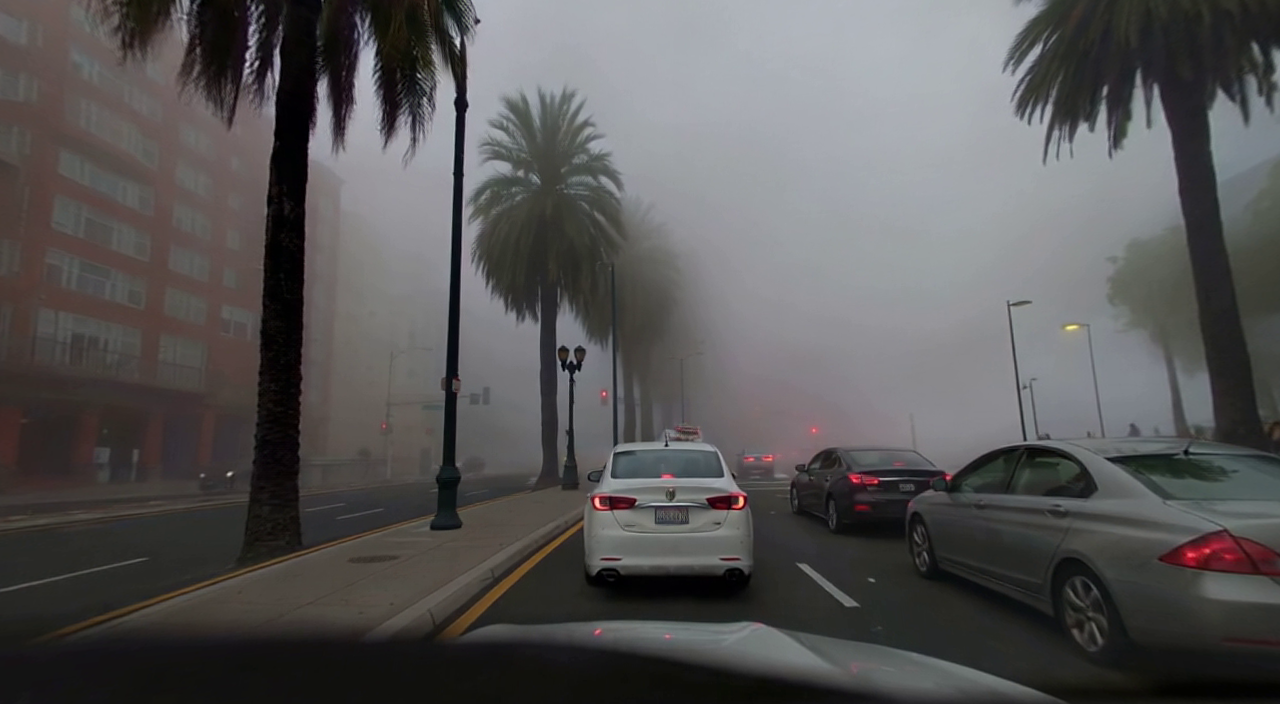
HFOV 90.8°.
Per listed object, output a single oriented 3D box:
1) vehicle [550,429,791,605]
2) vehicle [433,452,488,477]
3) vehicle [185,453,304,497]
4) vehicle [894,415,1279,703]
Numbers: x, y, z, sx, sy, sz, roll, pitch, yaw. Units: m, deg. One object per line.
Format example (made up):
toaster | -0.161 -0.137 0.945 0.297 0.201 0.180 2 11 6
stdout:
vehicle | 0.308 1.713 7.383 2.078 1.503 3.681 -1 -9 2
vehicle | -12.796 8.057 45.412 2.078 1.662 4.436 -2 -9 9
vehicle | -15.873 4.921 25.617 1.801 1.563 4.015 -2 -9 9
vehicle | 3.640 1.301 4.580 1.913 1.469 4.425 -1 -9 2
